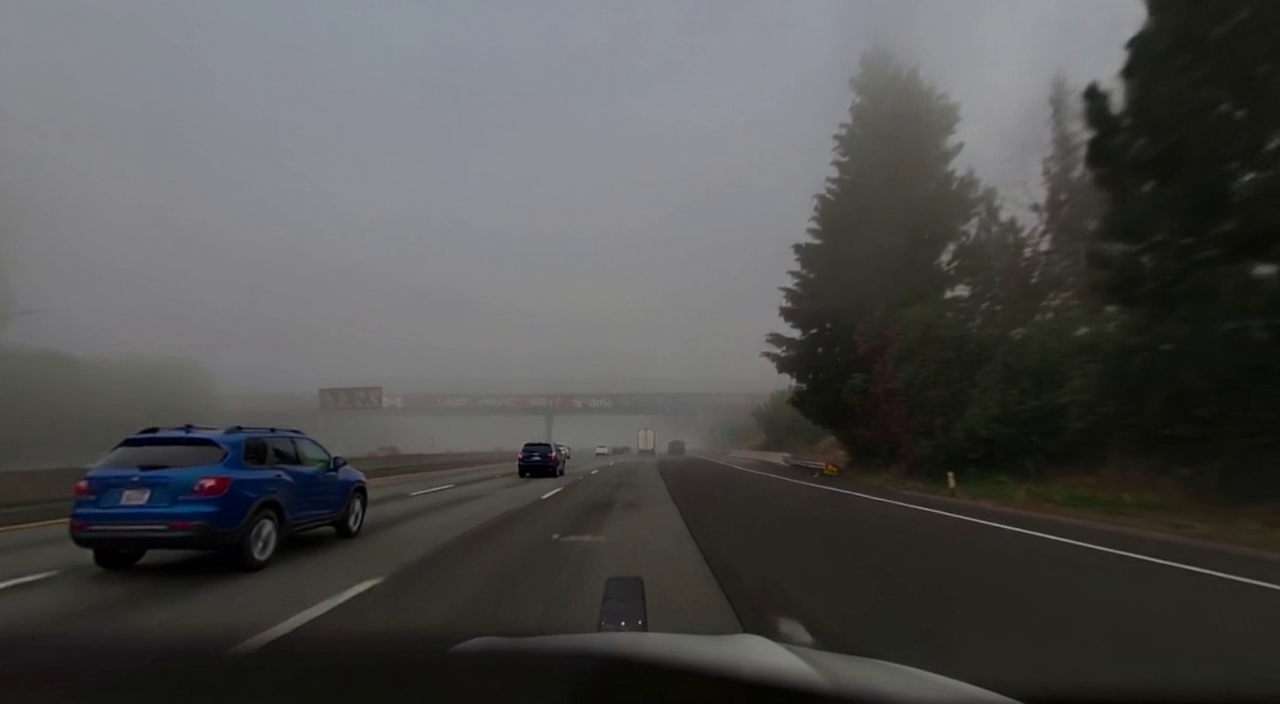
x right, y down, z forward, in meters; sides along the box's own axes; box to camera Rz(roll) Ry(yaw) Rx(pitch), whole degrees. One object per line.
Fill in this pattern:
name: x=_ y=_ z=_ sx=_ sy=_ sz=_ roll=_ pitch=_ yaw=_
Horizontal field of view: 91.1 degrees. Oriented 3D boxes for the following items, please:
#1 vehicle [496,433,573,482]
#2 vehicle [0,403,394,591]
vehicle: x=-4.021 y=4.112 z=24.669 sx=2.154 sy=1.693 sz=4.394 roll=1 pitch=-9 yaw=1
vehicle: x=-4.801 y=1.587 z=7.629 sx=1.969 sy=1.633 sz=3.962 roll=1 pitch=-9 yaw=0
